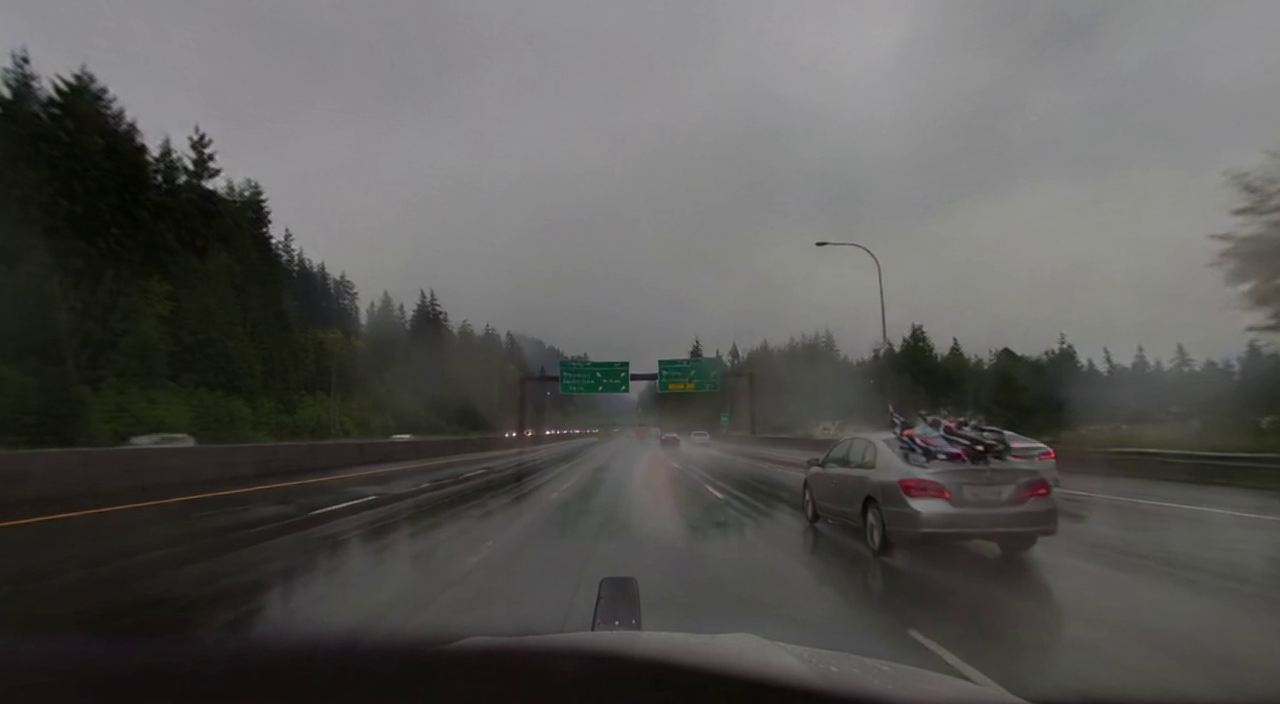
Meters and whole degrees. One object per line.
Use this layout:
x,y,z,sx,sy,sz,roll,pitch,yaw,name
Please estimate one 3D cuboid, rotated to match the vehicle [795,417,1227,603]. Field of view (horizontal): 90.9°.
3.506,1.540,7.300,2.094,1.441,4.568,0,-8,-3,vehicle
